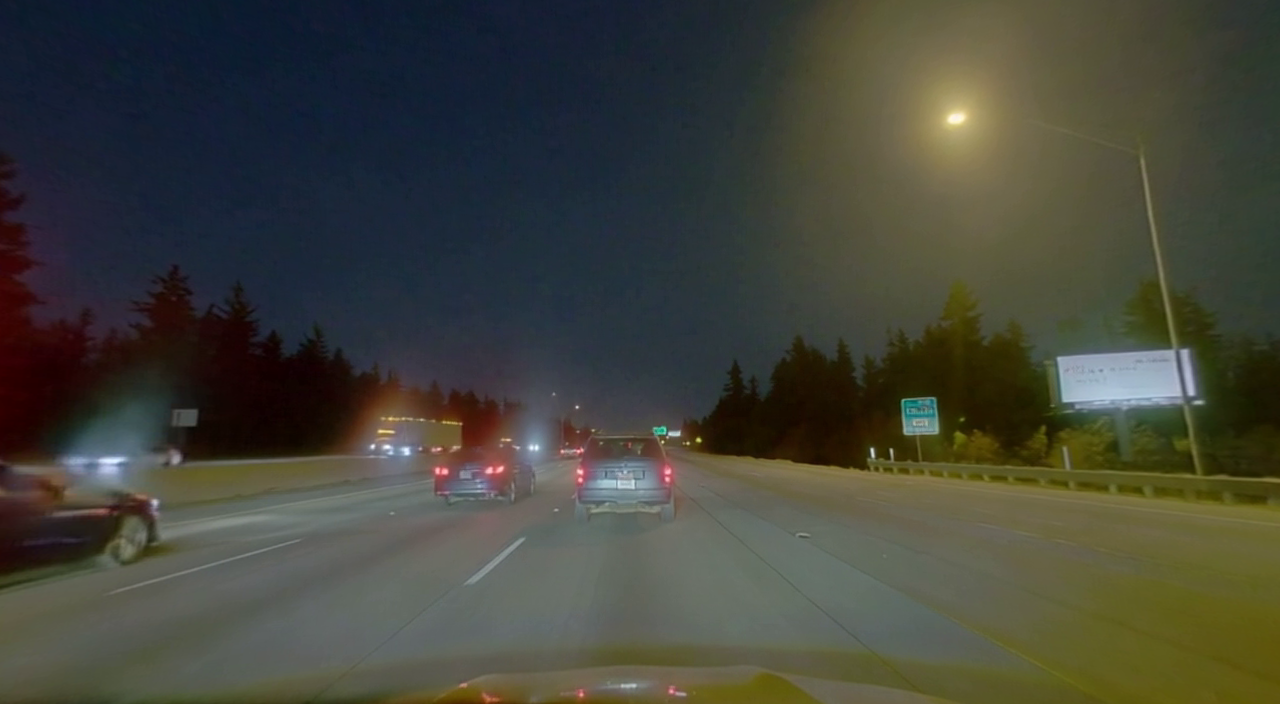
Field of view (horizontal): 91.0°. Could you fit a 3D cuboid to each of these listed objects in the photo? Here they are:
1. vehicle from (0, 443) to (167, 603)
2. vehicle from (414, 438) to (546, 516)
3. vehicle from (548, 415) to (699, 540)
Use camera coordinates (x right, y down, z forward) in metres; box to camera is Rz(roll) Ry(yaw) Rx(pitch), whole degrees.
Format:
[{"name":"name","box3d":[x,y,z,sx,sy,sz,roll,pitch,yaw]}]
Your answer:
[{"name":"vehicle","box3d":[-6.879,1.523,5.411,1.892,1.468,4.792,0,-9,0]},{"name":"vehicle","box3d":[-3.515,2.823,14.788,1.889,1.522,4.465,0,-9,1]},{"name":"vehicle","box3d":[-0.263,2.136,11.348,2.127,1.749,4.776,0,-9,-1]}]
